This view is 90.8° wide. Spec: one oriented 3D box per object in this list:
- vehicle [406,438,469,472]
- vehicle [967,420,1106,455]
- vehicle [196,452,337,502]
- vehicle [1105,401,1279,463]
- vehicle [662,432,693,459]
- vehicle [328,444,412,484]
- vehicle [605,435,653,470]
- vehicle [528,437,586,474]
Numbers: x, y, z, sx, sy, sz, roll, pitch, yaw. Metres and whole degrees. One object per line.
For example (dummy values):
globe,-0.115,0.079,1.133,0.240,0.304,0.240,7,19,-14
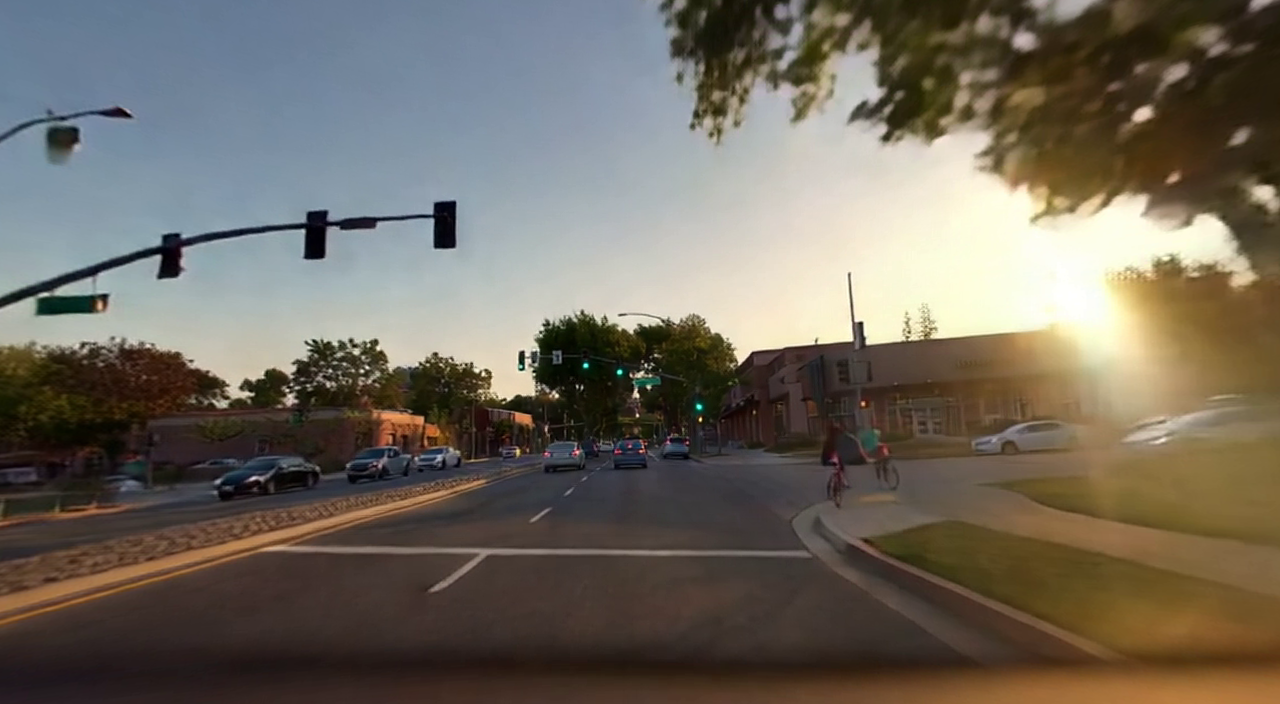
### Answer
vehicle,-12.426,6.355,39.133,2.260,1.921,4.902,-1,-8,0
vehicle,17.168,3.745,27.569,4.517,1.455,2.233,-1,-8,3
vehicle,-12.596,4.213,21.745,1.909,1.462,4.608,-1,-8,2
vehicle,17.015,2.401,18.844,4.524,1.699,2.068,-1,-8,2
vehicle,2.773,6.974,47.273,2.175,1.850,5.118,-1,-8,2
vehicle,-12.609,5.212,29.882,1.986,1.712,4.399,-1,-8,1
vehicle,-0.521,4.651,29.423,2.085,1.475,3.976,0,-8,-1
vehicle,-3.558,4.522,27.839,1.921,1.477,4.083,-1,-8,1
